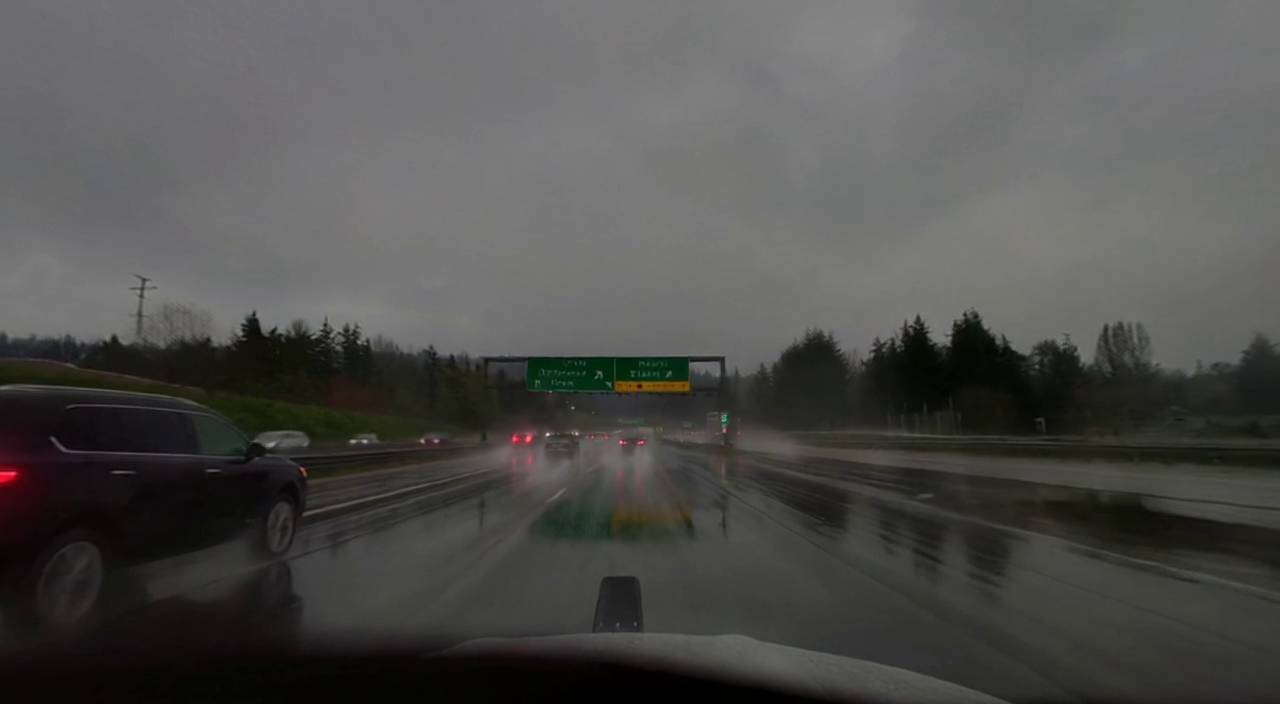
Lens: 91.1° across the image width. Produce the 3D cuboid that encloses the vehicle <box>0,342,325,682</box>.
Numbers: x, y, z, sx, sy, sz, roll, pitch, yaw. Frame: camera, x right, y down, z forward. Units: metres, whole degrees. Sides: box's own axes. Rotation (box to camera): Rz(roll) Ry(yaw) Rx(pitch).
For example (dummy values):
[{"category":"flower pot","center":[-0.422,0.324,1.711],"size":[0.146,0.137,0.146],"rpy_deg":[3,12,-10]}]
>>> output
[{"category":"vehicle","center":[-4.469,1.047,4.723],"size":[1.971,1.822,4.366],"rpy_deg":[0,-8,-1]}]

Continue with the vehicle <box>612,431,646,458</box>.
[{"category":"vehicle","center":[-0.658,5.778,39.516],"size":[2.002,1.611,3.778],"rpy_deg":[0,-8,0]}]

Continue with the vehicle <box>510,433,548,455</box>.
[{"category":"vehicle","center":[-8.206,6.830,46.834],"size":[1.953,1.524,4.863],"rpy_deg":[0,-8,0]}]

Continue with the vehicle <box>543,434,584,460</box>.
[{"category":"vehicle","center":[-4.359,5.466,36.403],"size":[1.909,1.445,4.087],"rpy_deg":[0,-8,0]}]

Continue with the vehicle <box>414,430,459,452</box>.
[{"category":"vehicle","center":[-16.085,7.031,49.983],"size":[2.070,1.653,4.378],"rpy_deg":[0,-8,0]}]
